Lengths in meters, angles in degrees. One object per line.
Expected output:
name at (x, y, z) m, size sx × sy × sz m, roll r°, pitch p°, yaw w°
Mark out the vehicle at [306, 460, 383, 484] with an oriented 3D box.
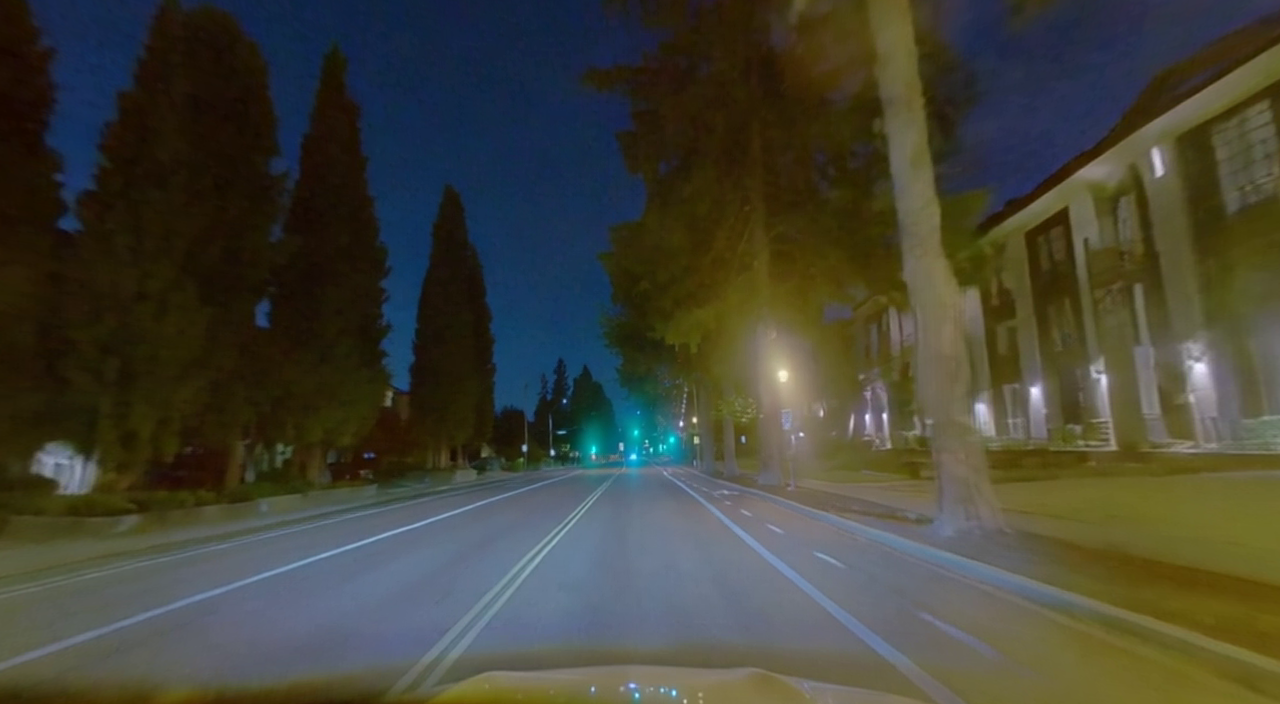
vehicle at (-19.243, 7.812, 41.217) m, size 4.173 × 1.423 × 1.657 m, roll 0°, pitch -9°, yaw 3°
